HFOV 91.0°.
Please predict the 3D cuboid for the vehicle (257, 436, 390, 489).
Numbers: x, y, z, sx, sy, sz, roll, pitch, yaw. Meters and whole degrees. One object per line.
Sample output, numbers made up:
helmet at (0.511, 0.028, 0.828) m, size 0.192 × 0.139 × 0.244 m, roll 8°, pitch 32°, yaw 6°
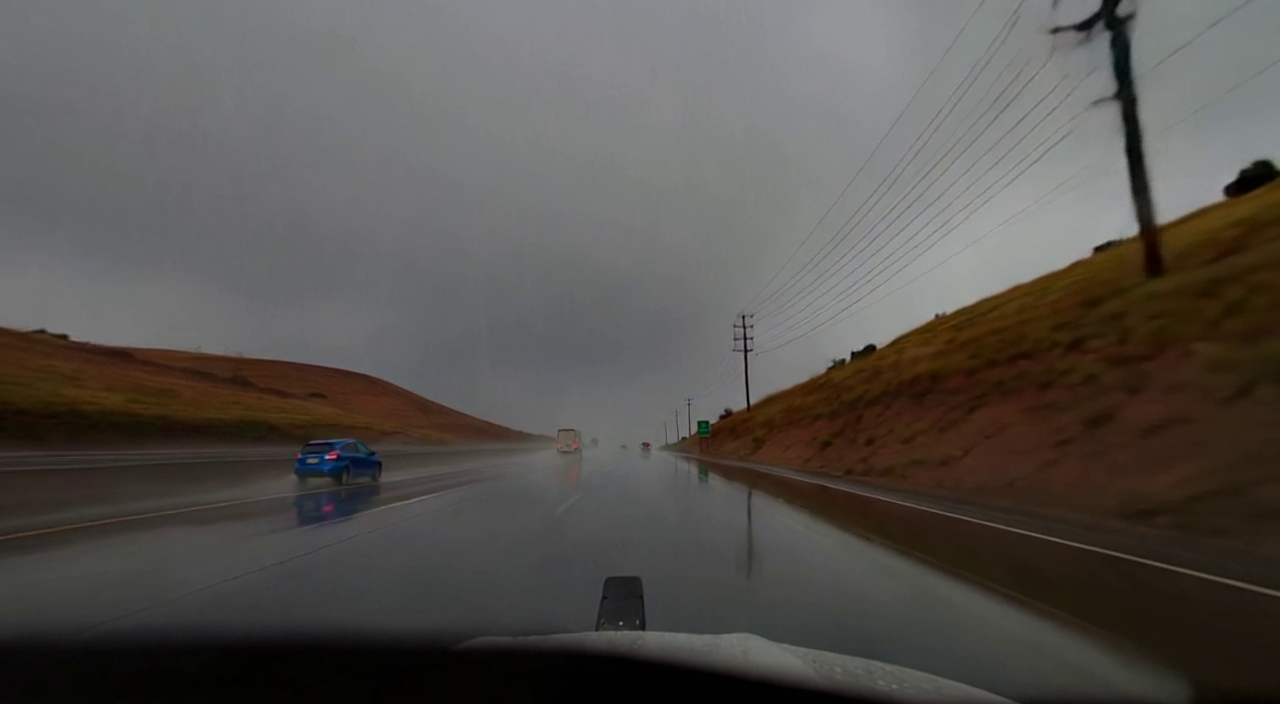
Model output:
vehicle at (-10.420, 3.652, 21.245) m, size 1.971 × 1.558 × 4.847 m, roll 0°, pitch -8°, yaw 0°
